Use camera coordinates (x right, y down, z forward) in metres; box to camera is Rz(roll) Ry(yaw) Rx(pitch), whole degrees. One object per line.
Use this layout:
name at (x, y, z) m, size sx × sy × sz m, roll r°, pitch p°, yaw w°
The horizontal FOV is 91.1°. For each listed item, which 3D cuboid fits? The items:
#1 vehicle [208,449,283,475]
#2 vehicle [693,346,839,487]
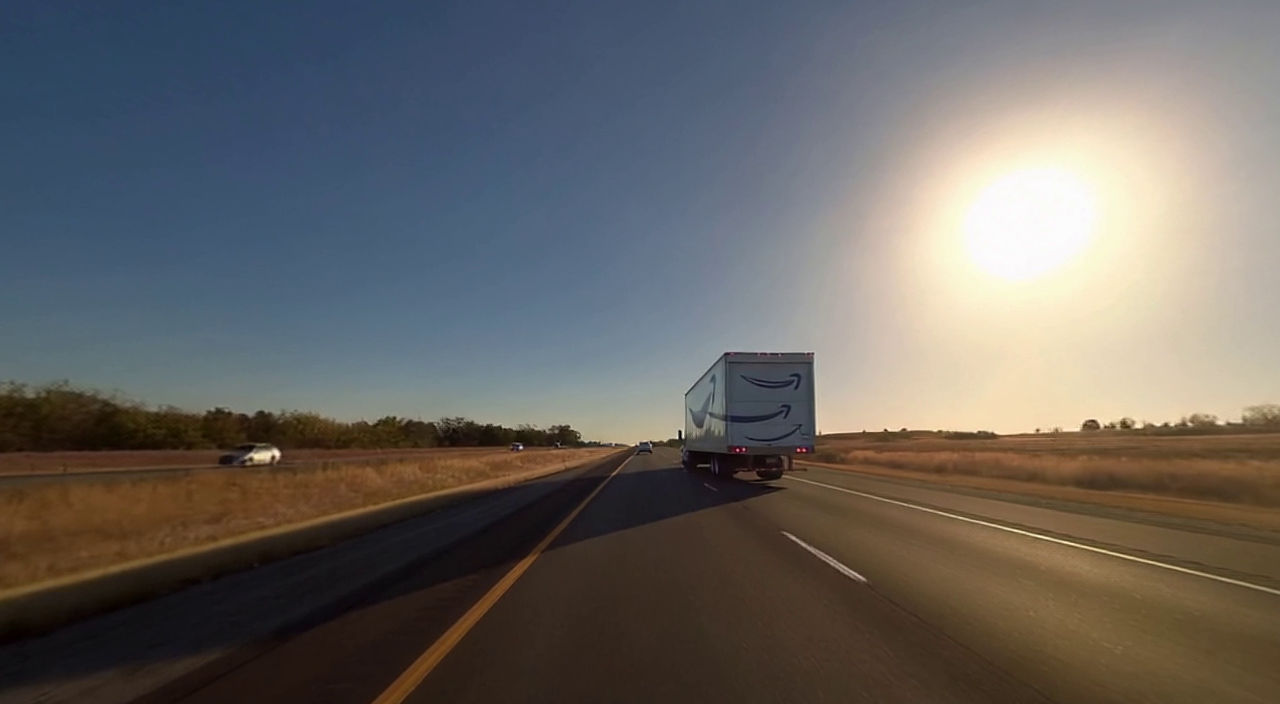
vehicle at (-28.441, 7.930, 45.483) m, size 2.216 × 1.758 × 4.974 m, roll 0°, pitch -8°, yaw 0°
vehicle at (4.563, 3.167, 27.716) m, size 3.190 × 4.365 × 16.625 m, roll 0°, pitch -8°, yaw 1°
